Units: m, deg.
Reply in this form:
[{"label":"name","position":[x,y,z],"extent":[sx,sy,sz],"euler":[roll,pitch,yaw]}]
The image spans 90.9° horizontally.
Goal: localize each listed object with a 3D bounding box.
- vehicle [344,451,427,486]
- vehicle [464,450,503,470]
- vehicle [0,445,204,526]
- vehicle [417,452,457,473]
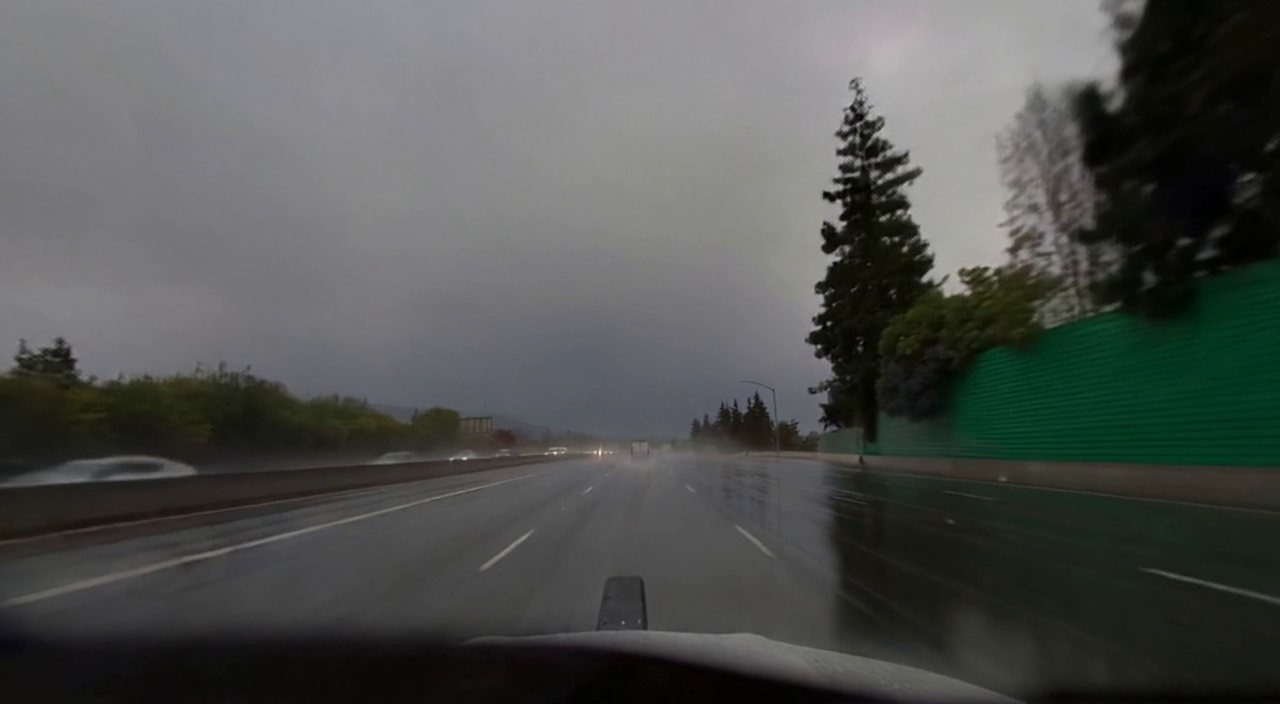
[{"label":"vehicle","position":[-11.232,5.153,28.127],"extent":[1.902,1.426,4.345],"euler":[0,-9,0]},{"label":"vehicle","position":[-11.791,8.159,47.771],"extent":[1.852,1.455,4.006],"euler":[0,-9,1]},{"label":"vehicle","position":[-12.072,2.853,13.990],"extent":[1.863,1.492,4.026],"euler":[0,-9,0]},{"label":"vehicle","position":[-15.990,8.676,49.753],"extent":[1.812,1.528,3.947],"euler":[0,-9,0]}]
